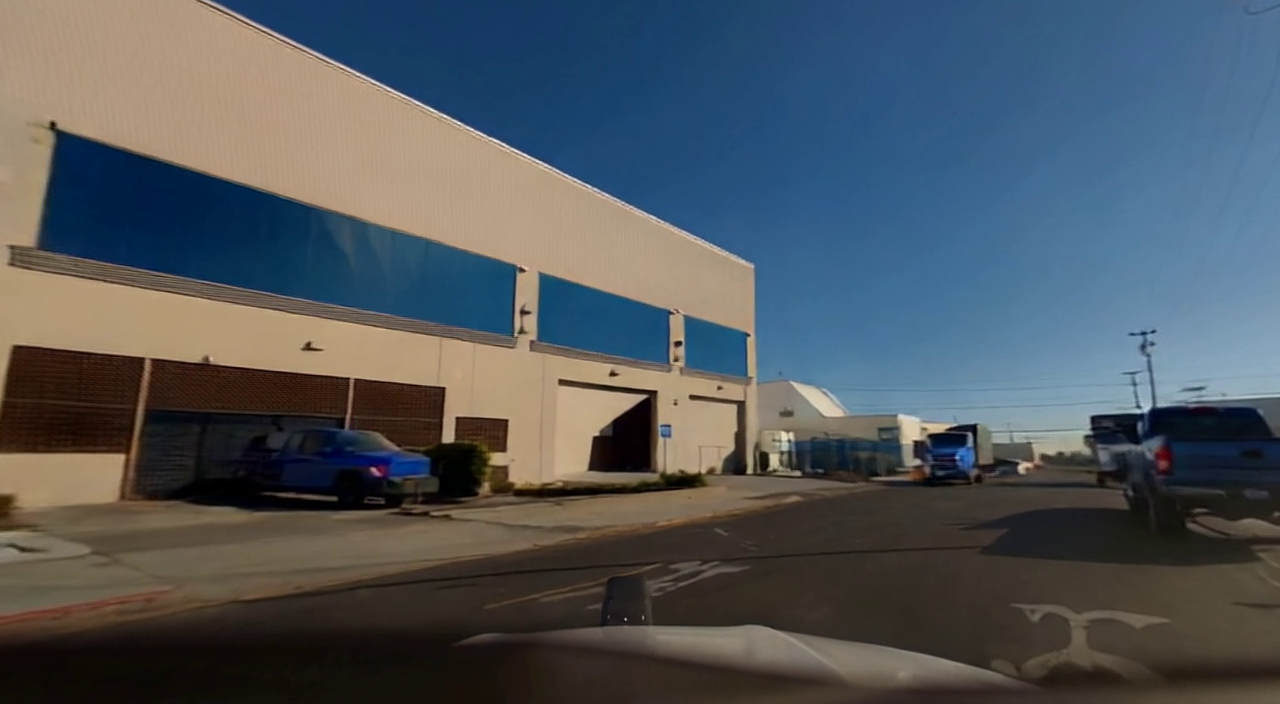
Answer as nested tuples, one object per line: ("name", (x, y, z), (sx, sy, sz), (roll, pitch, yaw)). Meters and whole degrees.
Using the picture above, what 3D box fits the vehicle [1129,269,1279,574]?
("vehicle", (13.465, 1.630, 14.116), (2.966, 4.658, 11.455), (-6, -10, 34))

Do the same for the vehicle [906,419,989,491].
("vehicle", (20.189, 6.606, 41.116), (3.111, 4.217, 7.722), (-7, -10, 37))

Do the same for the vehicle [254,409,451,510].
("vehicle", (-9.855, 3.606, 22.348), (2.298, 3.004, 6.271), (-8, -8, 26))
